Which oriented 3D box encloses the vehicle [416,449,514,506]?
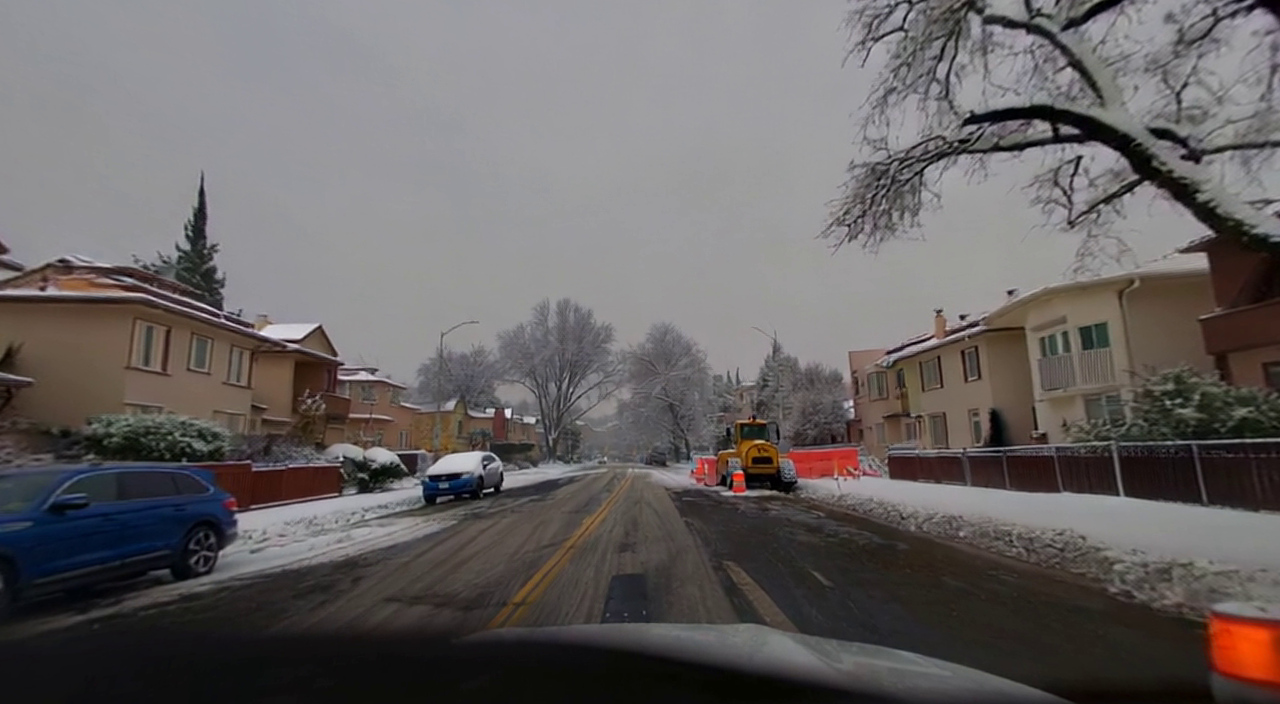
[{"bbox_3d":[-6.410,4.610,23.735,2.220,1.765,4.799,0,-7,1],"label":"vehicle"}]

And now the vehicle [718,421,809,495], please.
[{"bbox_3d":[4.670,4.075,24.541,2.501,2.613,3.505,1,-9,-6],"label":"vehicle"}]

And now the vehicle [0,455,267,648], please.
[{"bbox_3d":[-6.482,1.964,6.746,1.974,1.479,4.888,0,-7,1],"label":"vehicle"}]
